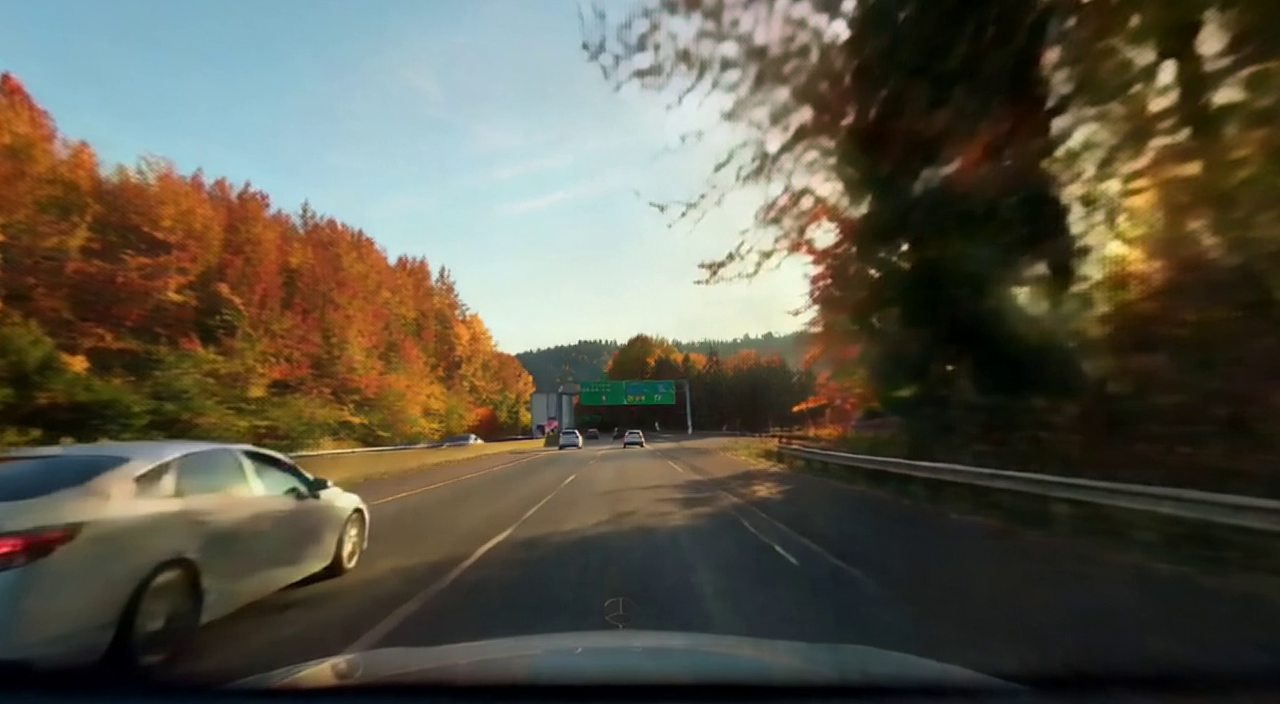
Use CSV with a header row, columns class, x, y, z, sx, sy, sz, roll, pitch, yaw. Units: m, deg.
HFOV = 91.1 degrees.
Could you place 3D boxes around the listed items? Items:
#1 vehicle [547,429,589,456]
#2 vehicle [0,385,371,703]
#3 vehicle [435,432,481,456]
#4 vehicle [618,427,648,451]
class,x,y,z,sx,sy,sz,roll,pitch,yaw
vehicle,-4.338,5.478,38.312,2.071,1.524,4.398,0,-8,0
vehicle,-3.472,1.018,3.395,1.989,1.497,4.645,0,-8,0
vehicle,-12.264,6.227,42.621,1.906,1.554,4.103,0,-8,0
vehicle,-0.493,6.134,44.389,2.054,1.609,3.859,0,-8,-1
